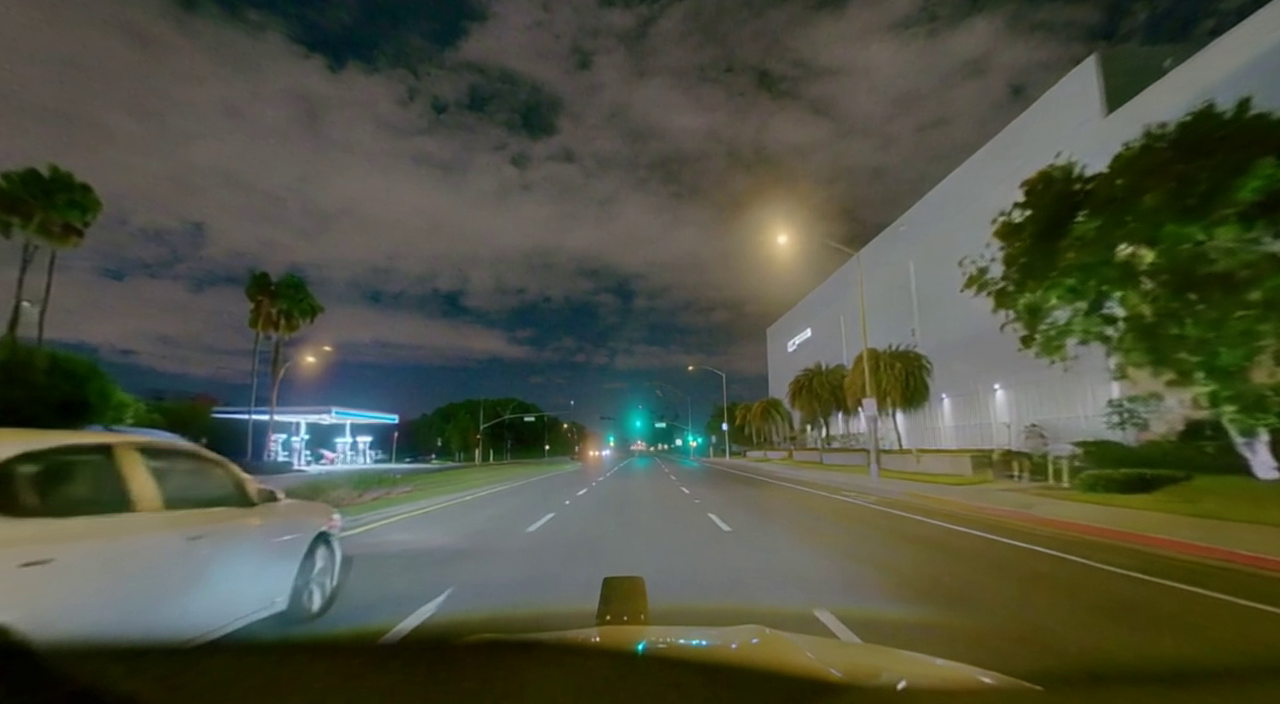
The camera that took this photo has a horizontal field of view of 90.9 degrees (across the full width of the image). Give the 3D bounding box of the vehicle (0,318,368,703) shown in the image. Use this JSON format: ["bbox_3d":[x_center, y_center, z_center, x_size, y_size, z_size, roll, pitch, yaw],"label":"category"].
[{"bbox_3d":[-3.336,0.872,3.015,2.011,1.756,4.478,0,-9,0],"label":"vehicle"}]
